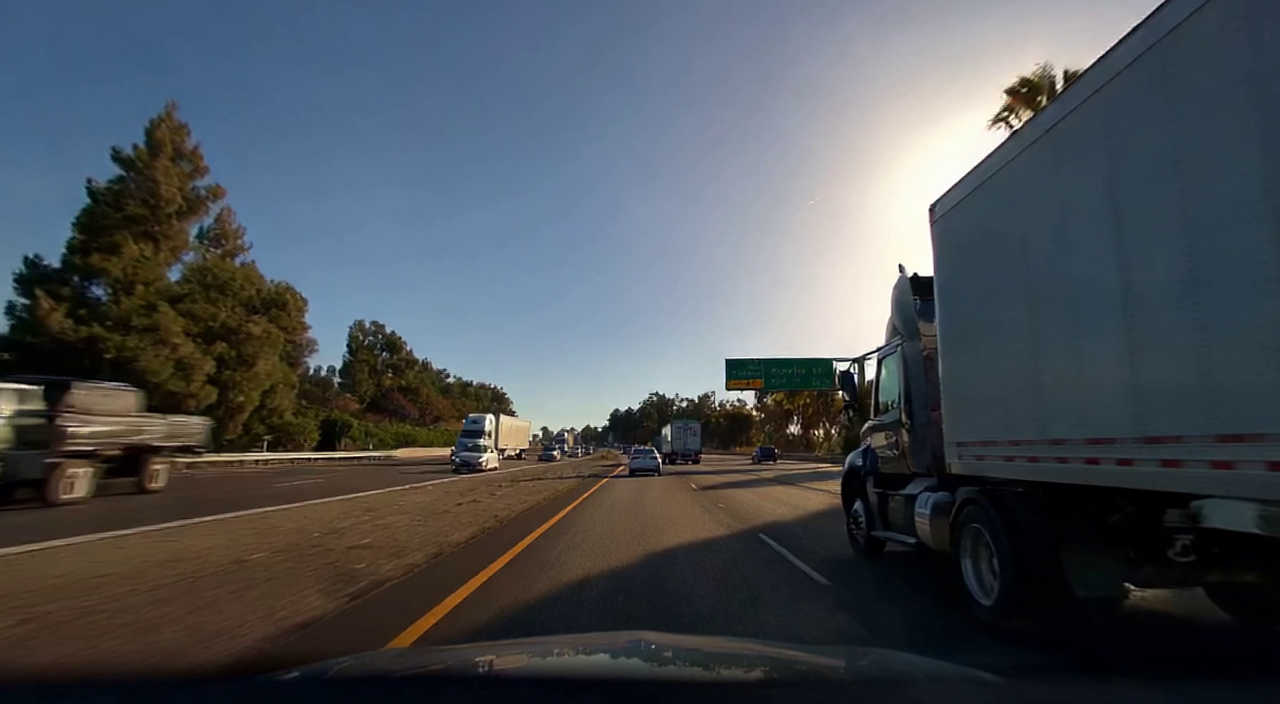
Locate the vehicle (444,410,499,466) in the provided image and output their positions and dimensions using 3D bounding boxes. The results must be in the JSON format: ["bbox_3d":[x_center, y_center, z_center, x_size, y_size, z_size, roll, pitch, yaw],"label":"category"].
[{"bbox_3d":[-12.266,6.332,46.145,3.045,3.890,2.977,0,-9,0],"label":"vehicle"}]

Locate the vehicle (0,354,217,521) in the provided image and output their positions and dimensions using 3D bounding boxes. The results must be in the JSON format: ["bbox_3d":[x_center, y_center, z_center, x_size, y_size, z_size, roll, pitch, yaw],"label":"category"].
[{"bbox_3d":[-11.716,1.660,11.925,2.523,2.698,6.861,0,-9,1],"label":"vehicle"}]

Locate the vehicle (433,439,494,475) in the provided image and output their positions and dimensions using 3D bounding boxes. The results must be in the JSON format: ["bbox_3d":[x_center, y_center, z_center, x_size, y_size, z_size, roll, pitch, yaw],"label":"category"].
[{"bbox_3d":[-7.902,4.747,28.558,1.740,1.474,3.855,0,-9,-1],"label":"vehicle"}]

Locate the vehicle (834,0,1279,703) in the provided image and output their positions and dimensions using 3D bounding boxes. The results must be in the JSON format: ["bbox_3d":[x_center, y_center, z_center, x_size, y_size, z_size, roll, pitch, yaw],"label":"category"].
[{"bbox_3d":[3.511,0.296,2.943,2.975,2.936,6.573,0,-9,-1],"label":"vehicle"}]

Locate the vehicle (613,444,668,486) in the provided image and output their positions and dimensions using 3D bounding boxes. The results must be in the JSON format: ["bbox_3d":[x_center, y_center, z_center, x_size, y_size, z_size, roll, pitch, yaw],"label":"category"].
[{"bbox_3d":[-0.006,4.658,26.332,2.111,1.599,3.859,0,-9,-1],"label":"vehicle"}]
